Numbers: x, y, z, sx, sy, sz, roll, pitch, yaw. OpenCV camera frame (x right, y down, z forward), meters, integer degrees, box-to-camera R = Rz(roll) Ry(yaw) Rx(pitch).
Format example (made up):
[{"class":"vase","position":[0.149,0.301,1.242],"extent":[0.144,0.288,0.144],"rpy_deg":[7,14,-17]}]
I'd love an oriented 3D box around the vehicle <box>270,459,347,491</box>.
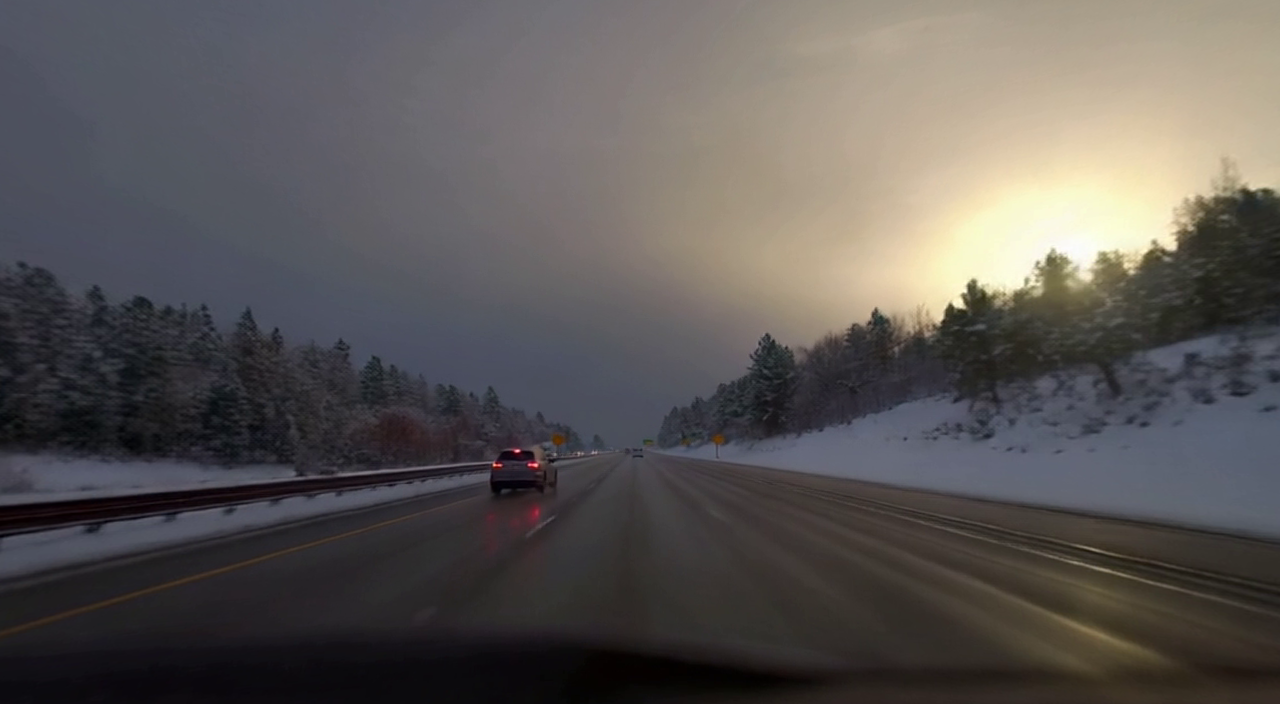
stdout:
[{"class":"vehicle","position":[-16.483,6.102,31.514],"extent":[1.827,1.450,3.766],"rpy_deg":[0,-9,-1]}]

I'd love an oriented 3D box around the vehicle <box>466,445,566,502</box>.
[{"class":"vehicle","position":[-3.536,3.573,18.974],"extent":[2.054,1.475,4.708],"rpy_deg":[0,-9,0]}]
